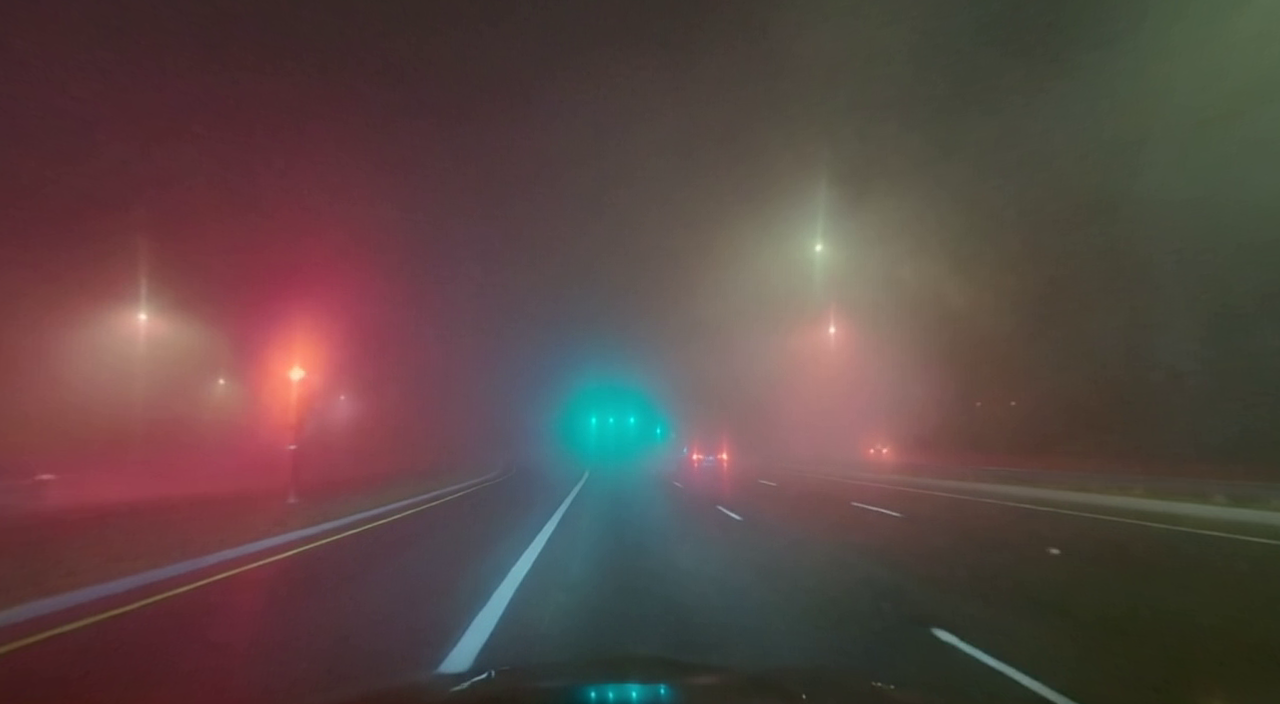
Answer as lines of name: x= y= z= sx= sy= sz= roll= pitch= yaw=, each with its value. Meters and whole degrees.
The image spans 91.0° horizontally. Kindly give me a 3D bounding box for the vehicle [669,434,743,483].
vehicle: x=2.446 y=4.098 z=24.523 sx=2.066 sy=1.683 sz=4.675 roll=0 pitch=-9 yaw=-4
